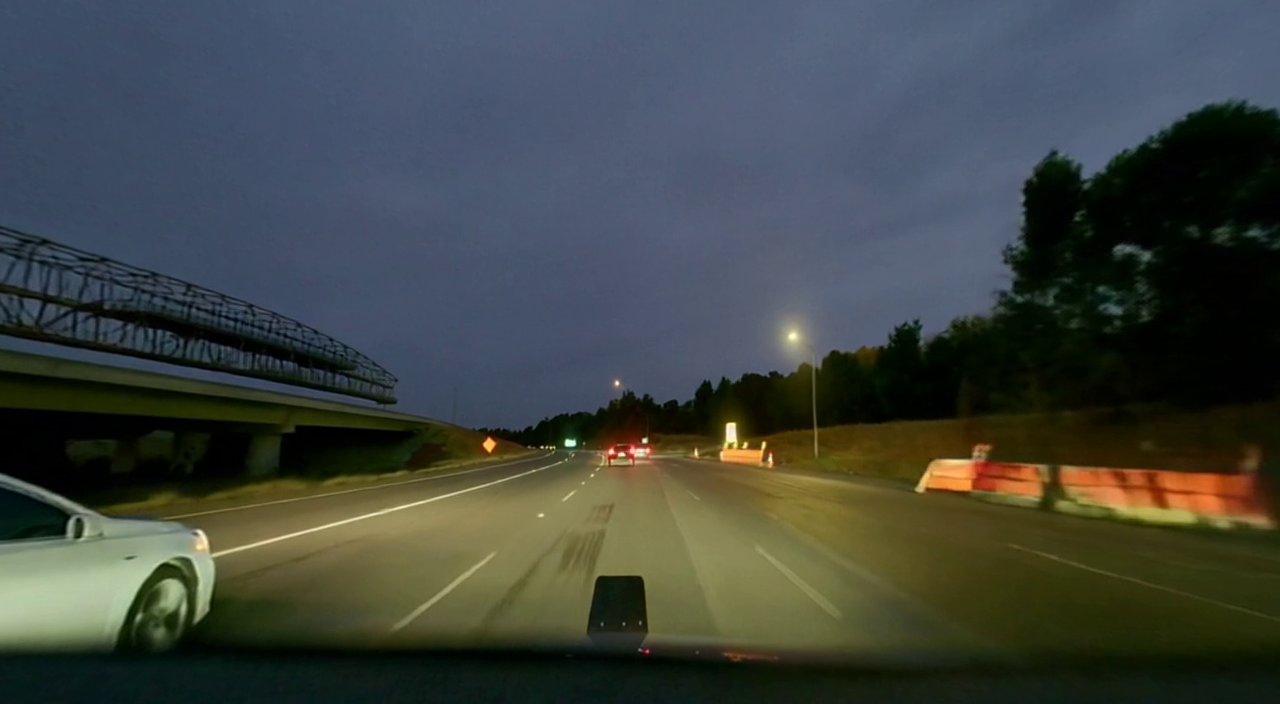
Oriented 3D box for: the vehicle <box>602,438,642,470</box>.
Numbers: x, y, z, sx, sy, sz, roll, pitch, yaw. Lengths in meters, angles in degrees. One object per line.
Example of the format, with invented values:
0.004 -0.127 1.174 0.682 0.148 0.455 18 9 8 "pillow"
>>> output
-1.137 6.132 38.268 2.328 1.805 4.502 0 -8 -3 "vehicle"
